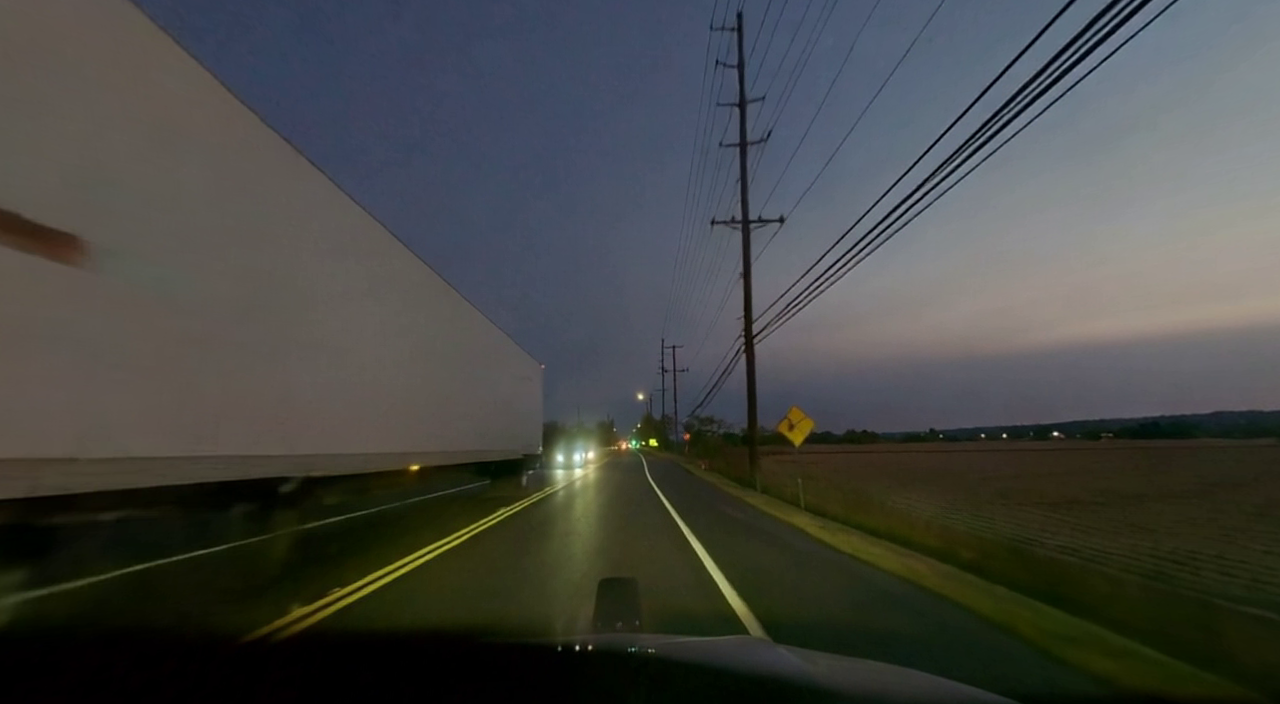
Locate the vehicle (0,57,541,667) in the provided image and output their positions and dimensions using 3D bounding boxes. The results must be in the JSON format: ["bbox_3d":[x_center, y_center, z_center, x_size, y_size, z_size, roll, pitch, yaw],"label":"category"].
[{"bbox_3d":[-5.018,1.123,12.902,3.452,4.409,16.846,-2,-8,-1],"label":"vehicle"}]

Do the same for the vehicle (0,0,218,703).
[{"bbox_3d":[-4.819,-0.402,1.471,3.544,4.103,5.897,-2,-9,-2],"label":"vehicle"}]

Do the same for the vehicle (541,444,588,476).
[{"bbox_3d":[-4.616,6.631,39.204,2.268,1.661,4.642,-3,-8,0],"label":"vehicle"}]
